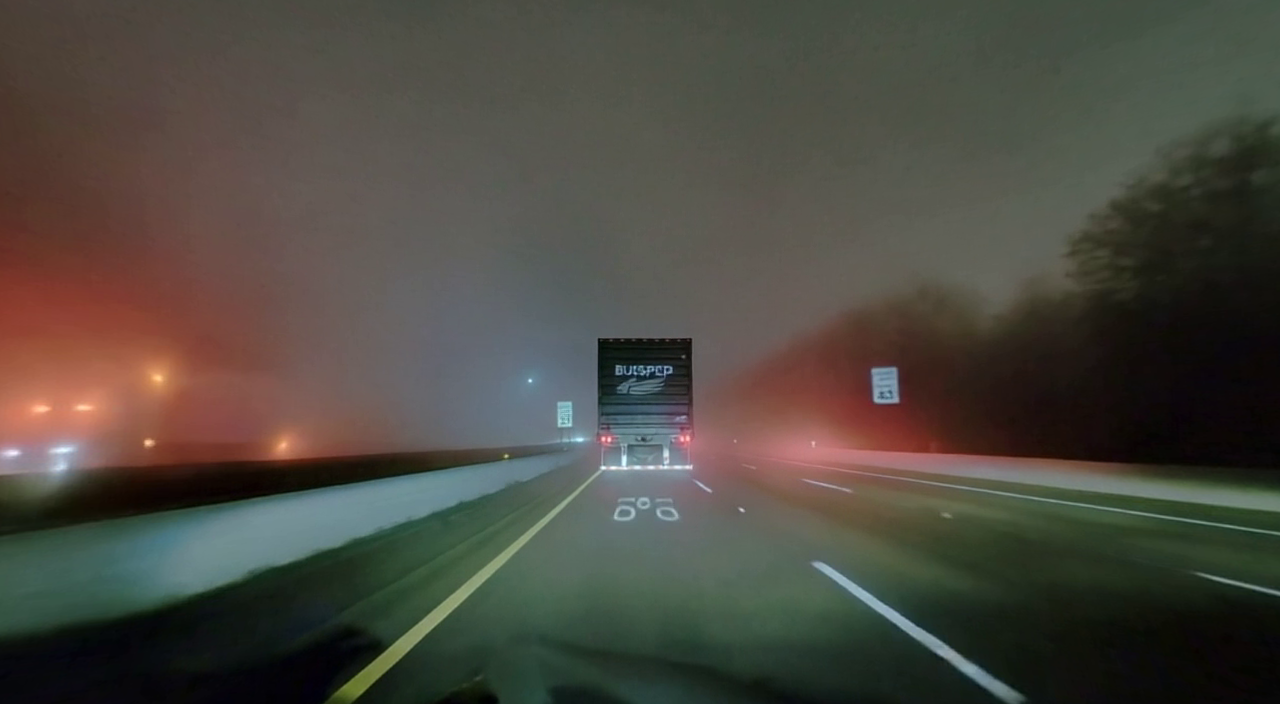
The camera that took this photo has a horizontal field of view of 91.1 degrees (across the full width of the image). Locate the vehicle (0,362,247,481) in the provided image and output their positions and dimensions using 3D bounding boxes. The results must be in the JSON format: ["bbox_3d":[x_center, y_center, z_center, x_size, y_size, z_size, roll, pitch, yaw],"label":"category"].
[{"bbox_3d":[-15.078,2.109,18.443,2.644,2.823,6.810,0,-8,0],"label":"vehicle"}]

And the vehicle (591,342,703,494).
[{"bbox_3d":[0.086,2.260,20.578,2.870,3.911,8.697,0,-8,-1],"label":"vehicle"}]
